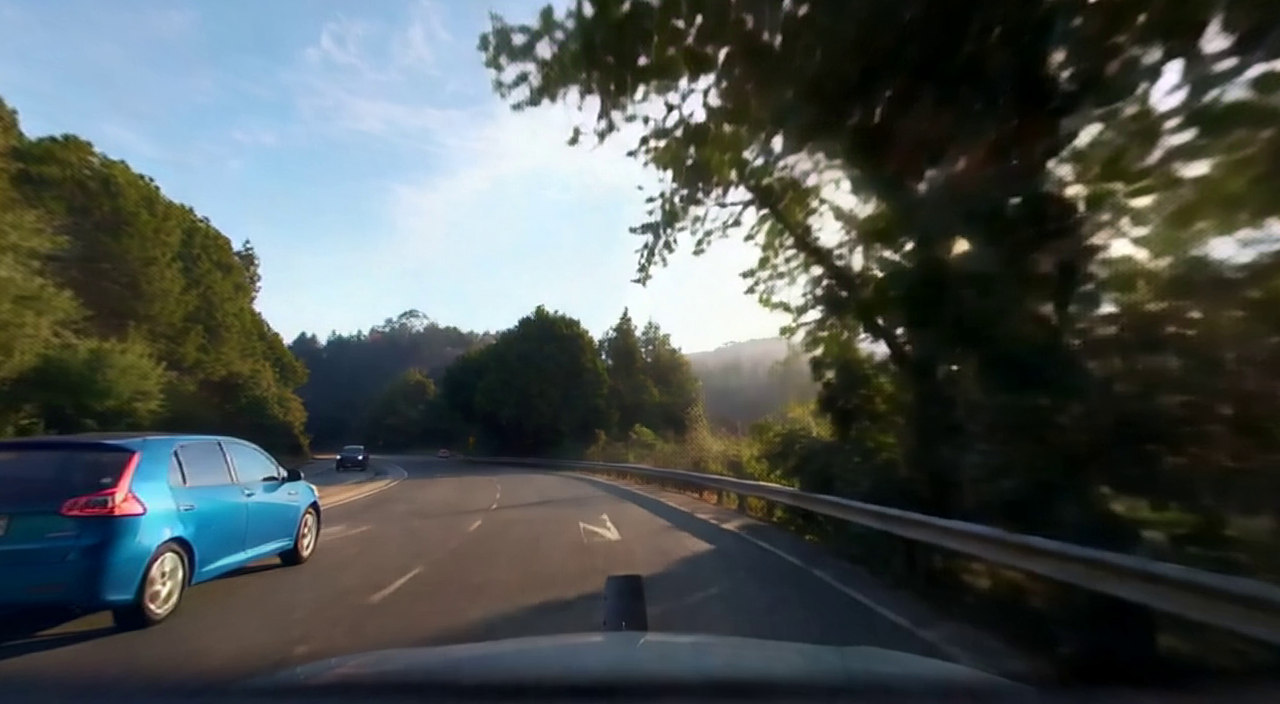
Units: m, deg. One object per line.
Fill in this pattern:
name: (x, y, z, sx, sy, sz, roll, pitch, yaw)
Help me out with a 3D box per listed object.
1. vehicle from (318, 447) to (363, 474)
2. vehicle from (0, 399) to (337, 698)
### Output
vehicle: (-18.535, 6.727, 39.114, 2.032, 1.557, 4.151, 3, -10, -19)
vehicle: (-4.503, 1.372, 5.386, 2.078, 1.607, 3.959, 0, -9, -5)
